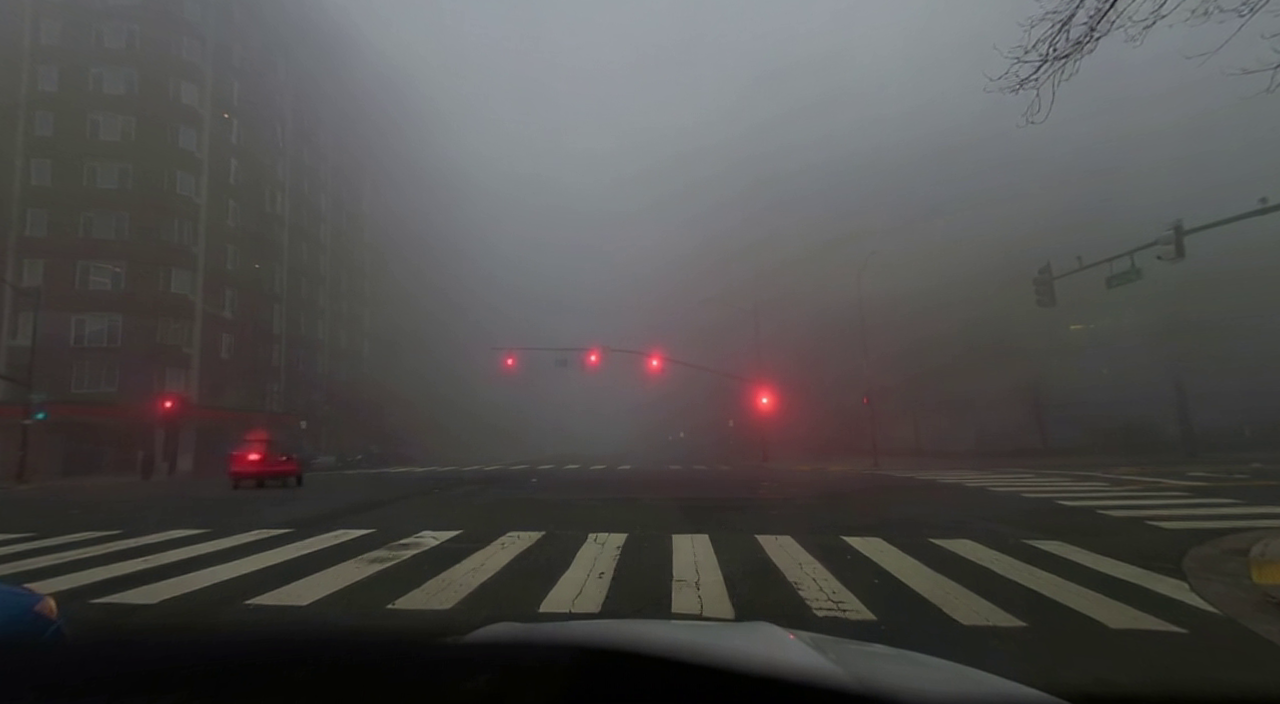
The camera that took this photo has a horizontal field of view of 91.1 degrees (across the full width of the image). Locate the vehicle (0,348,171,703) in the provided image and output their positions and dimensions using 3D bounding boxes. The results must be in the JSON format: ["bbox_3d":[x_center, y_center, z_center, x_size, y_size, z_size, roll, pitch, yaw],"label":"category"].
[{"bbox_3d":[-3.626,0.622,1.065,2.109,1.692,4.587,0,-8,0],"label":"vehicle"}]
